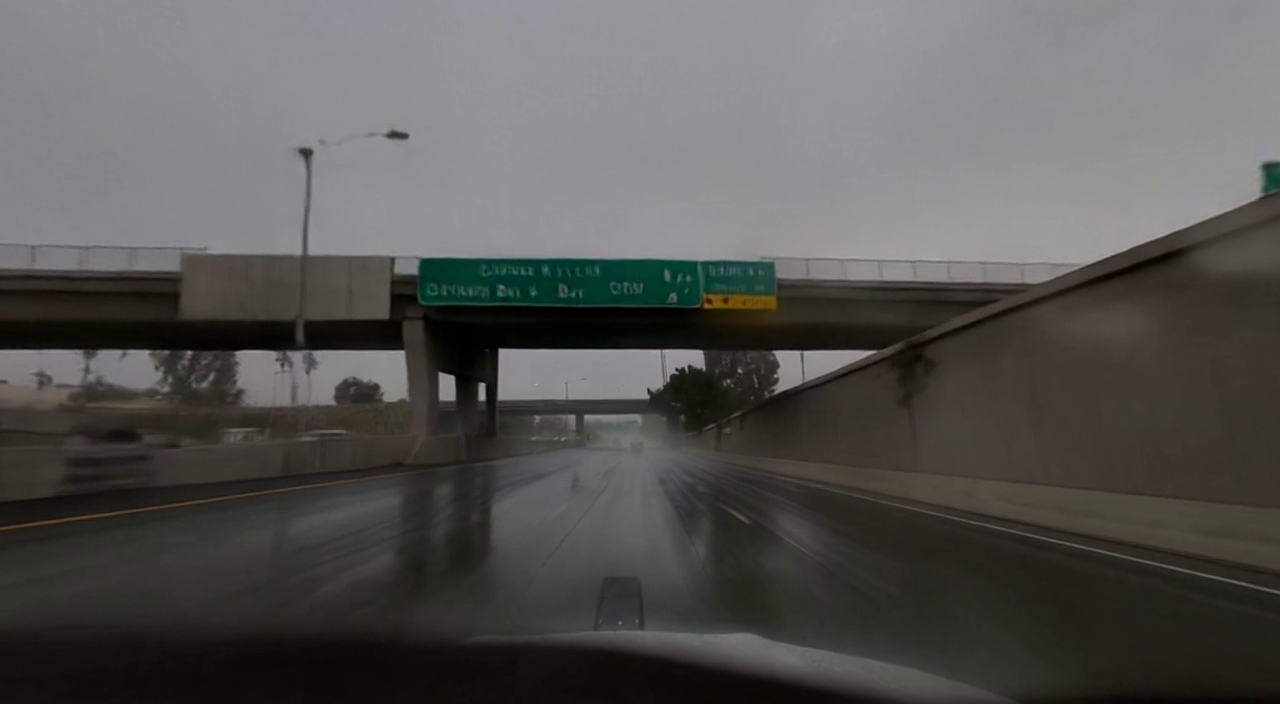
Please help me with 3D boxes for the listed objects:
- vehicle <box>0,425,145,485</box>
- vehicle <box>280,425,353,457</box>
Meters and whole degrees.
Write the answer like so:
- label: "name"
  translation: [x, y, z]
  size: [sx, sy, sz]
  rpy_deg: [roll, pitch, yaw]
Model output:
- label: "vehicle"
  translation: [-16.279, 2.810, 17.412]
  size: [1.733, 1.434, 4.293]
  rpy_deg: [-1, -8, -1]
- label: "vehicle"
  translation: [-20.857, 5.785, 40.798]
  size: [2.148, 1.941, 4.901]
  rpy_deg: [0, -8, -1]
